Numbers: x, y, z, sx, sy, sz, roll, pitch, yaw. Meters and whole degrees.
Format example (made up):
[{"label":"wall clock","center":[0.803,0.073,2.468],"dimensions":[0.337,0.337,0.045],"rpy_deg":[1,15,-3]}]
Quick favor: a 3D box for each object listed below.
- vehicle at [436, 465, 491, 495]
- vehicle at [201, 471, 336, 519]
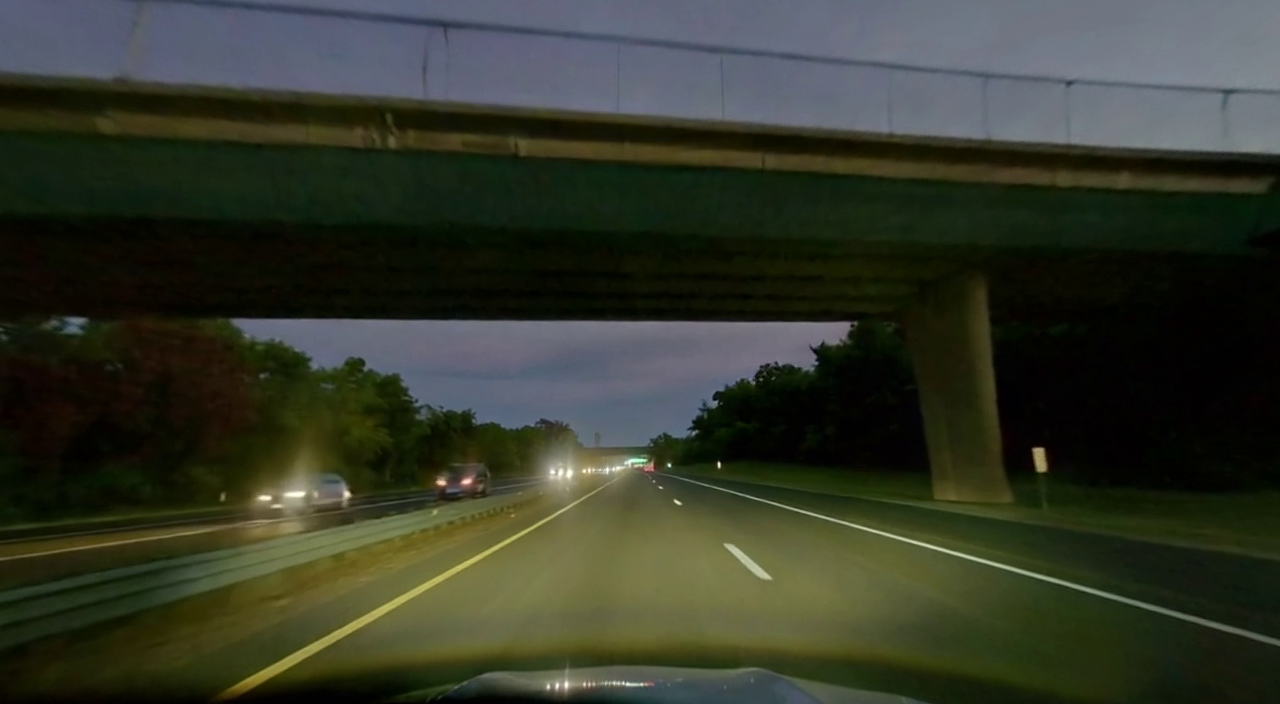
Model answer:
[{"label":"vehicle","center":[-9.523,6.931,34.183],"dimensions":[1.787,1.465,3.822],"rpy_deg":[1,-10,1]},{"label":"vehicle","center":[-13.019,5.016,22.446],"dimensions":[2.002,1.461,4.548],"rpy_deg":[1,-10,0]}]
